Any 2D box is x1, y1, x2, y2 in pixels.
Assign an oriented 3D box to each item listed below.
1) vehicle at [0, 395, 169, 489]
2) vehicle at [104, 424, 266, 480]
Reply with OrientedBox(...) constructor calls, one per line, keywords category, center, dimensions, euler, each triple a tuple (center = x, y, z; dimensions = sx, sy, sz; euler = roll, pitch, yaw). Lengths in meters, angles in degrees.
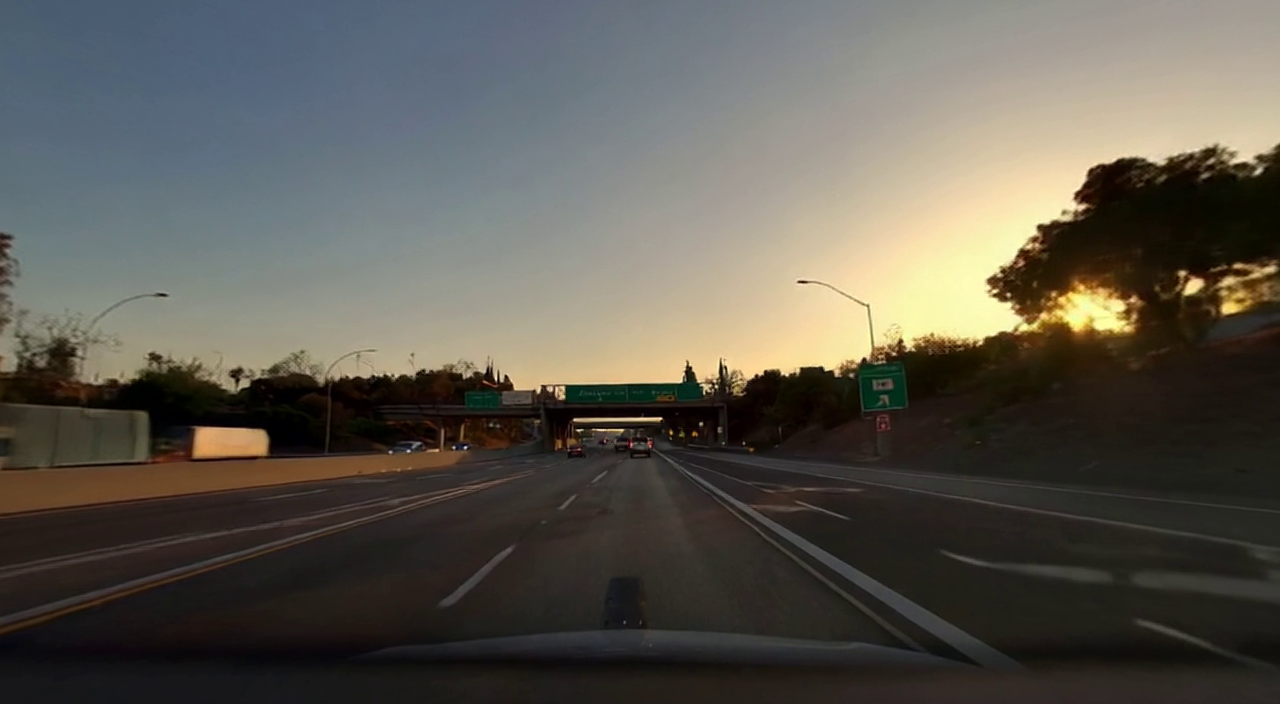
OrientedBox(category="vehicle", center=(-28.176, 4.378, 29.771), dimensions=(2.690, 3.894, 11.560), euler=(-1, -10, 1))
OrientedBox(category="vehicle", center=(-27.895, 6.210, 39.513), dimensions=(2.739, 3.034, 9.653), euler=(-1, -8, 2))
